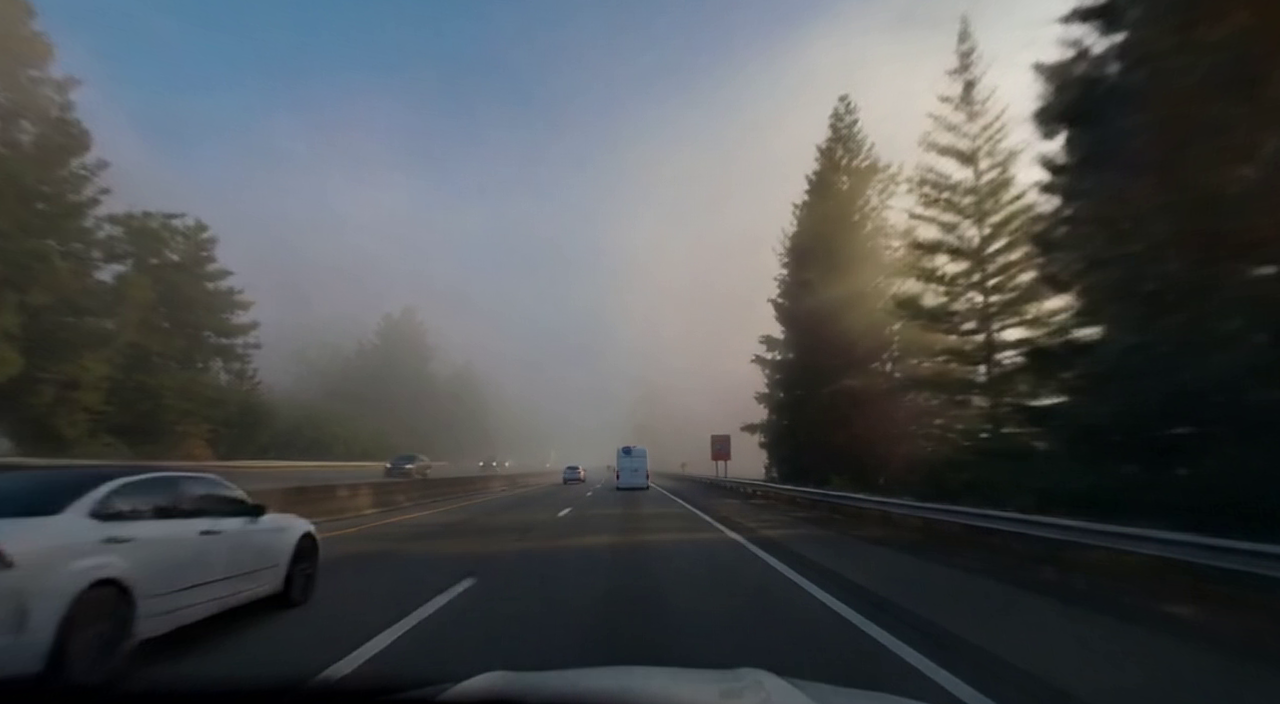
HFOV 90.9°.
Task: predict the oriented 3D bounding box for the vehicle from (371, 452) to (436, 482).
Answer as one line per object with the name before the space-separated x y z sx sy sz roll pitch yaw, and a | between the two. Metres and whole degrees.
vehicle | -13.307 6.542 35.820 1.895 1.532 4.810 1 -10 -1

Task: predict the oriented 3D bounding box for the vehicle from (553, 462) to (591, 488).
vehicle | -4.511 8.206 42.258 2.100 1.605 3.883 1 -10 0

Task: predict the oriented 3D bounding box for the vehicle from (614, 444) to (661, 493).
vehicle | -0.184 6.718 36.374 2.482 2.549 5.447 1 -10 -1

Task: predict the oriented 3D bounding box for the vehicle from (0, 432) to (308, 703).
vehicle | -4.245 1.247 3.698 2.128 1.491 4.508 1 -10 0
